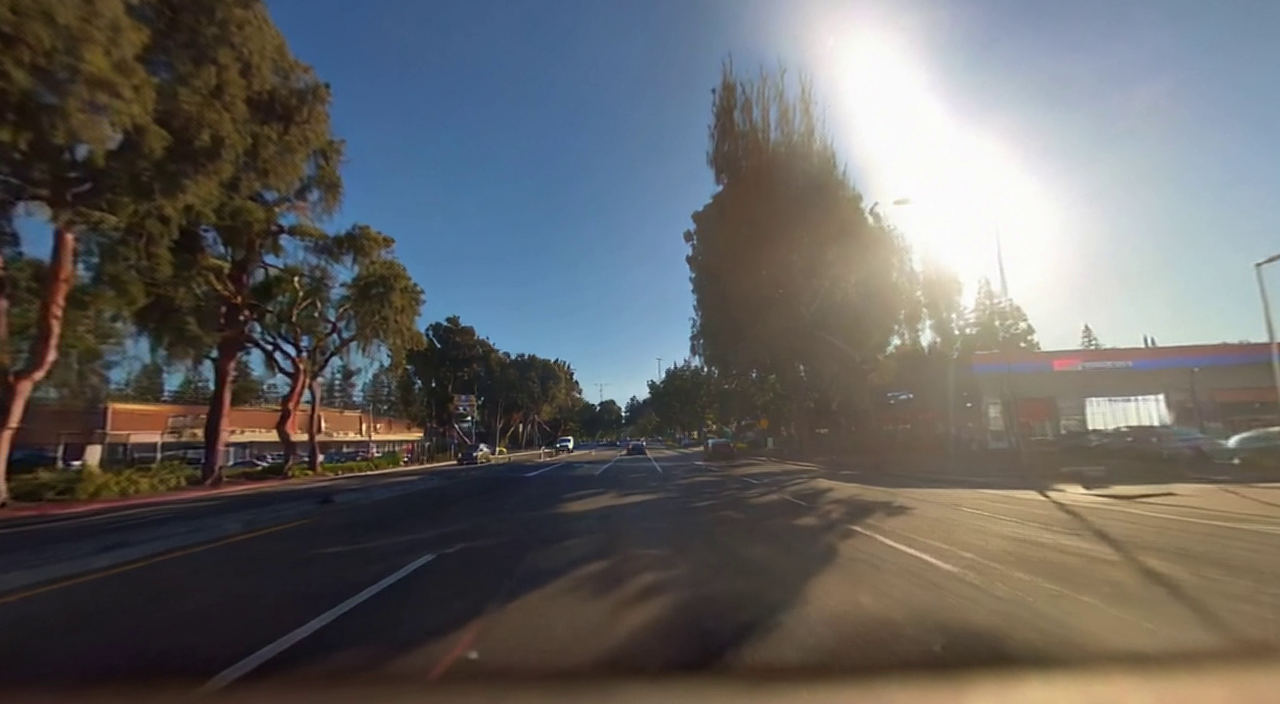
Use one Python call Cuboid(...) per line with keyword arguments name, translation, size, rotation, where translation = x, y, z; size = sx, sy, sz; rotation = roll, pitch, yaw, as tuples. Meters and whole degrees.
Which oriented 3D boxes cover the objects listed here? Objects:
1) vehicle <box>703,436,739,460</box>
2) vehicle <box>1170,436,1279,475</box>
Cuboid(name="vehicle", translation=(5.752, 6.868, 45.241), size=(1.957, 1.643, 4.226), rotation=(0, -8, -1))
Cuboid(name="vehicle", translation=(23.941, 3.999, 24.475), size=(1.886, 1.438, 4.742), rotation=(5, -10, -32))
